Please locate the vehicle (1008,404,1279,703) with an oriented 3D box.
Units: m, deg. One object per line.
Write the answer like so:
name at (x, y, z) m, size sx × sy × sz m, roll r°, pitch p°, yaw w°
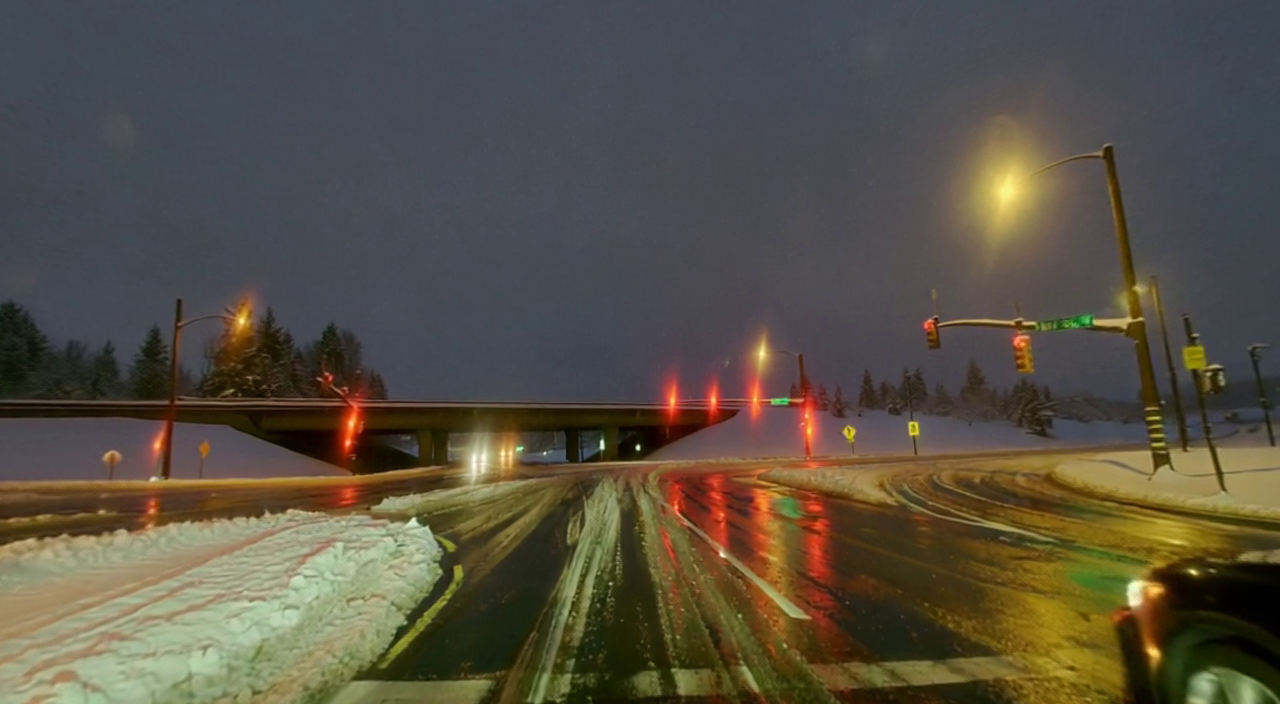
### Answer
vehicle at (2.802, 0.715, 0.804) m, size 1.909 × 1.425 × 4.521 m, roll 0°, pitch -9°, yaw 0°
